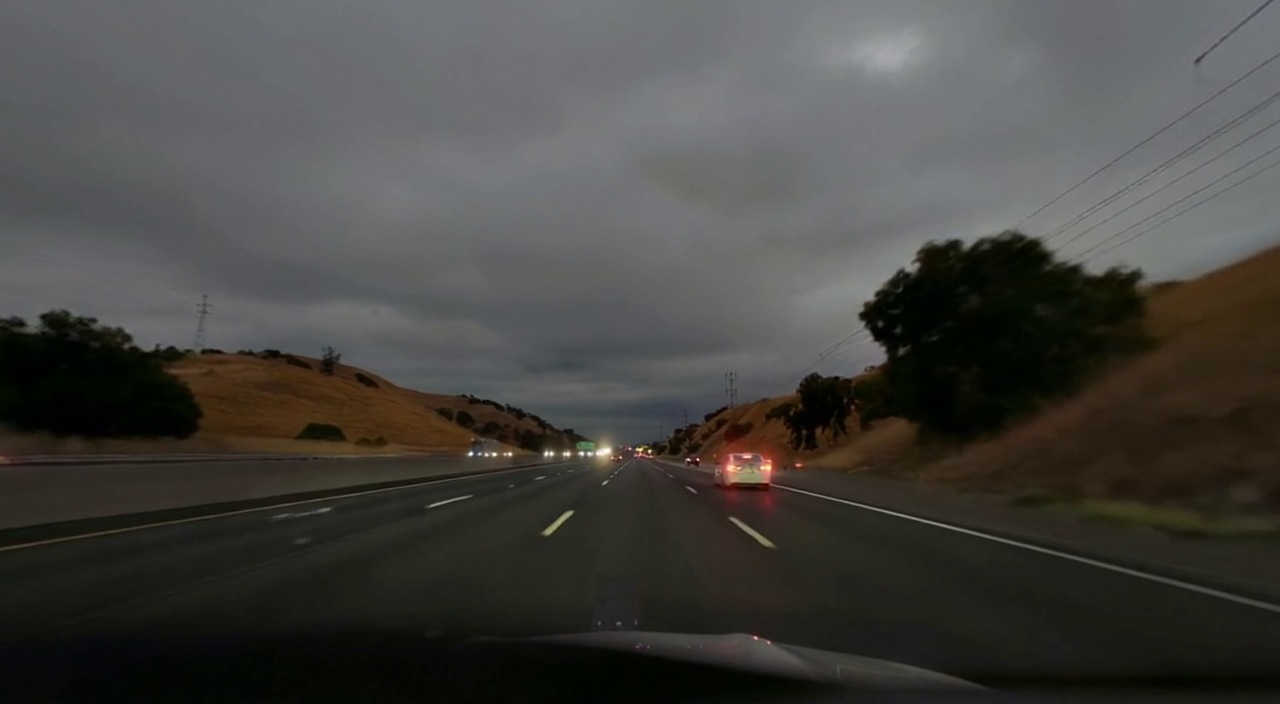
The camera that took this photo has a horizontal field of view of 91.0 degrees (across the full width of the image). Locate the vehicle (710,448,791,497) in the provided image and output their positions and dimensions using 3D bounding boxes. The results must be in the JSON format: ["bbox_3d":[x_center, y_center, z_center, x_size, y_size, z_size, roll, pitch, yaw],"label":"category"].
[{"bbox_3d":[3.833,4.250,22.596,2.086,1.542,4.355,0,-9,0],"label":"vehicle"}]
